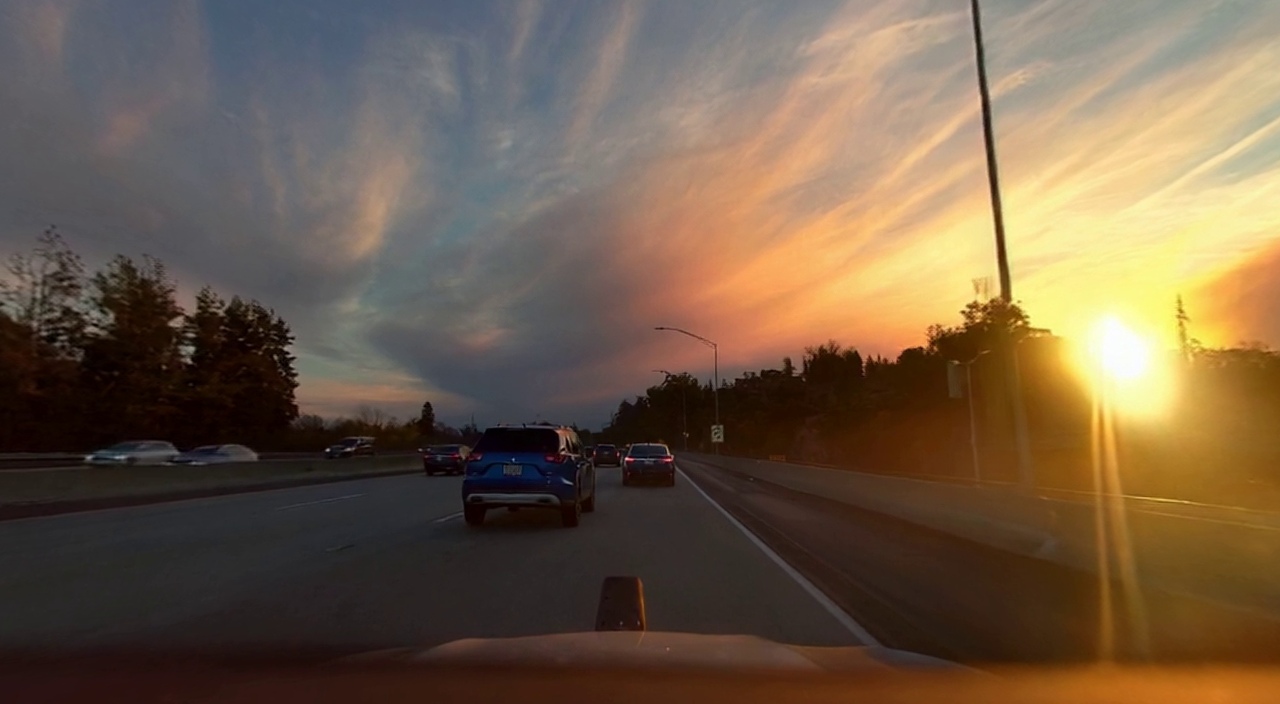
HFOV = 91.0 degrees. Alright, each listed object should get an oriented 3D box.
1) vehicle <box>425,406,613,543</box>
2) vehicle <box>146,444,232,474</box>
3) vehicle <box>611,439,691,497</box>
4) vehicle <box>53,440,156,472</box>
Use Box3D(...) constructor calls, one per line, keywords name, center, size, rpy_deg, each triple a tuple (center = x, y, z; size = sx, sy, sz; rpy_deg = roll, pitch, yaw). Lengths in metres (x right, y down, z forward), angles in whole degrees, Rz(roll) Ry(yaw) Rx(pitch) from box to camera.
Box3D(name="vehicle", center=(-1.691, 1.936, 10.460), size=(2.123, 1.798, 4.108), rpy_deg=(0, -9, 3))
Box3D(name="vehicle", center=(-24.172, 5.715, 33.923), size=(1.631, 1.470, 3.783), rpy_deg=(-1, -8, 3))
Box3D(name="vehicle", center=(0.349, 3.337, 18.450), size=(2.068, 1.488, 4.045), rpy_deg=(0, -9, 2))
Box3D(name="vehicle", center=(-28.684, 5.600, 33.938), size=(1.804, 1.610, 4.057), rpy_deg=(0, -9, 3))
